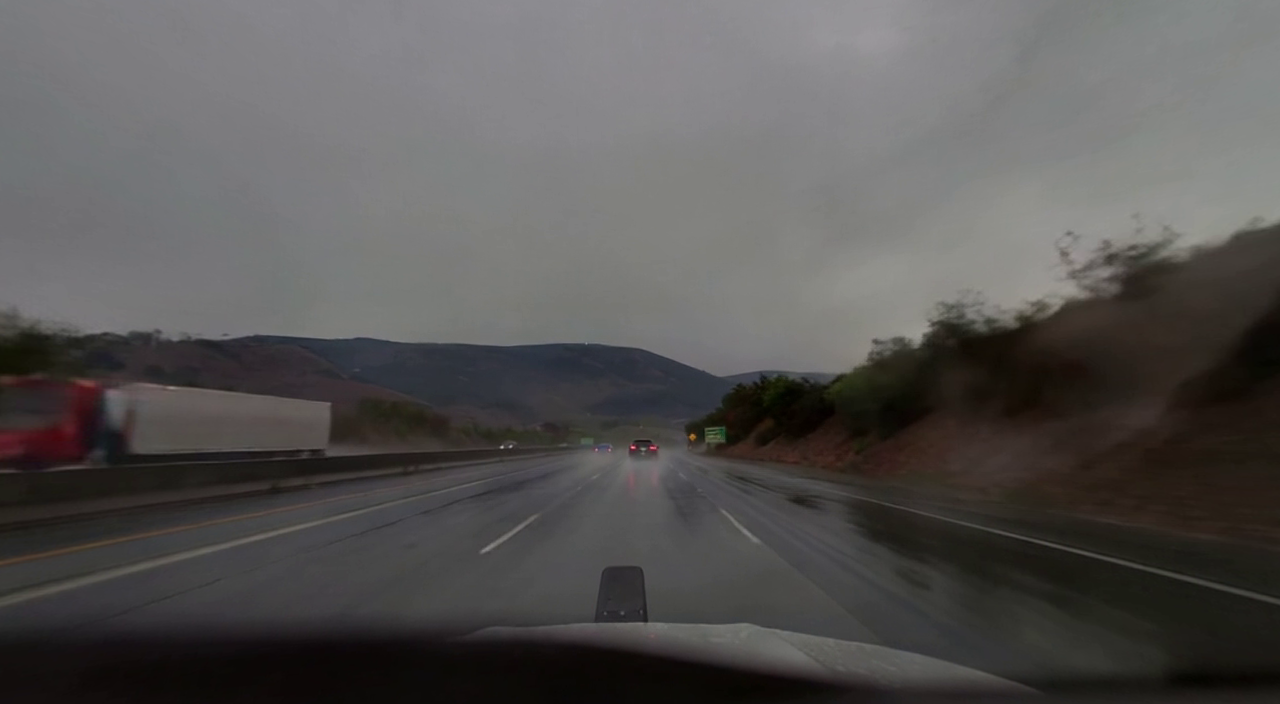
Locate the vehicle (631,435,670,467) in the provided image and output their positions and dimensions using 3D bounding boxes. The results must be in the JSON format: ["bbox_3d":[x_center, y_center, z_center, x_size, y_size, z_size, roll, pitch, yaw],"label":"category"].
[{"bbox_3d":[0.629,6.181,39.243,2.272,1.836,4.866,0,-8,0],"label":"vehicle"}]

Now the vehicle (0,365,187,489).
[{"bbox_3d":[-21.697,2.934,23.781,3.060,3.922,7.710,0,-8,1],"label":"vehicle"}]

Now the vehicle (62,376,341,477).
[{"bbox_3d":[-21.589,4.202,33.556,2.881,4.047,16.488,0,-8,1],"label":"vehicle"}]
